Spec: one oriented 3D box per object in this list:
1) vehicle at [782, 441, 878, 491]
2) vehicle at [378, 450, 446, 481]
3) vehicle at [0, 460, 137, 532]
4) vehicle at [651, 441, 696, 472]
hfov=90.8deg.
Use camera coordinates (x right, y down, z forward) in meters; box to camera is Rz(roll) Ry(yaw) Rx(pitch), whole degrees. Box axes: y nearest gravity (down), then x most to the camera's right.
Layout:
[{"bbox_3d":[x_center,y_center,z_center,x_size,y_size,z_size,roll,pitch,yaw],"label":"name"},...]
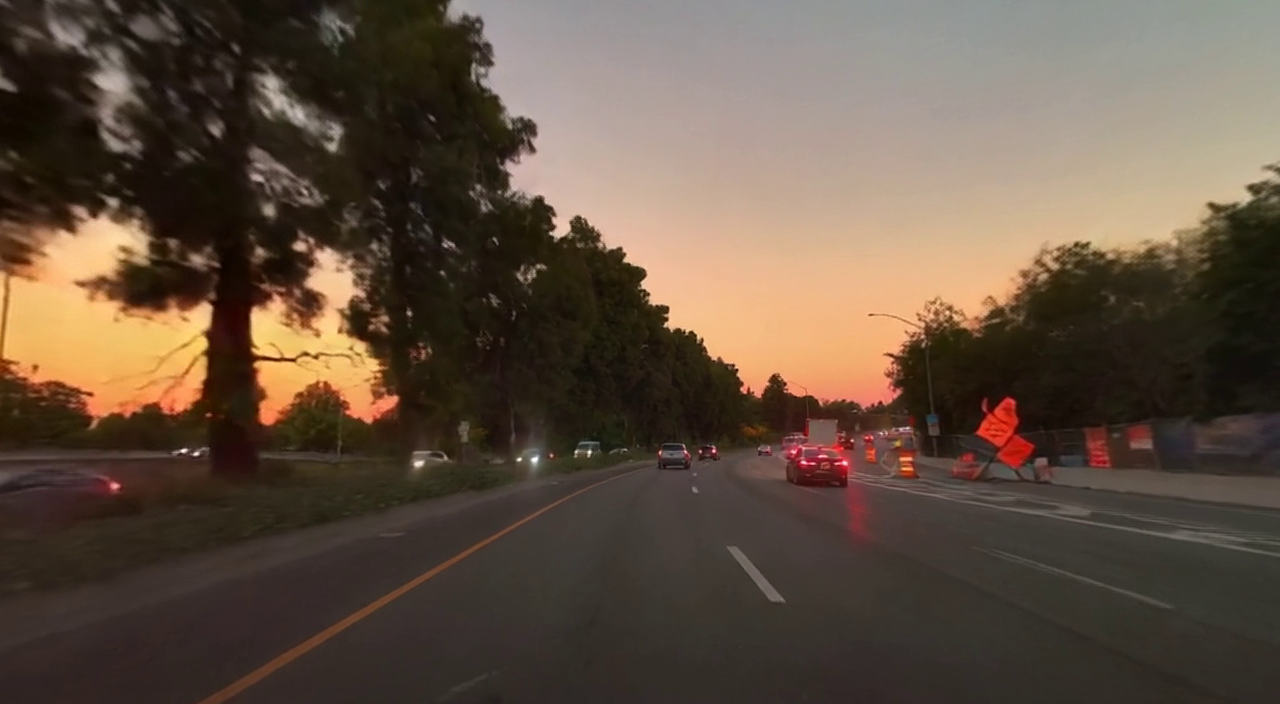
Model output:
[{"bbox_3d":[6.065,3.679,20.735,2.044,1.474,4.083,-1,-9,3],"label":"vehicle"},{"bbox_3d":[-13.633,6.779,38.050,1.930,1.721,4.599,-1,-9,7],"label":"vehicle"},{"bbox_3d":[-14.794,3.288,14.584,2.205,1.446,4.840,-1,-9,3],"label":"vehicle"},{"bbox_3d":[2.006,6.031,36.603,2.201,1.676,4.541,-1,-9,7],"label":"vehicle"}]
